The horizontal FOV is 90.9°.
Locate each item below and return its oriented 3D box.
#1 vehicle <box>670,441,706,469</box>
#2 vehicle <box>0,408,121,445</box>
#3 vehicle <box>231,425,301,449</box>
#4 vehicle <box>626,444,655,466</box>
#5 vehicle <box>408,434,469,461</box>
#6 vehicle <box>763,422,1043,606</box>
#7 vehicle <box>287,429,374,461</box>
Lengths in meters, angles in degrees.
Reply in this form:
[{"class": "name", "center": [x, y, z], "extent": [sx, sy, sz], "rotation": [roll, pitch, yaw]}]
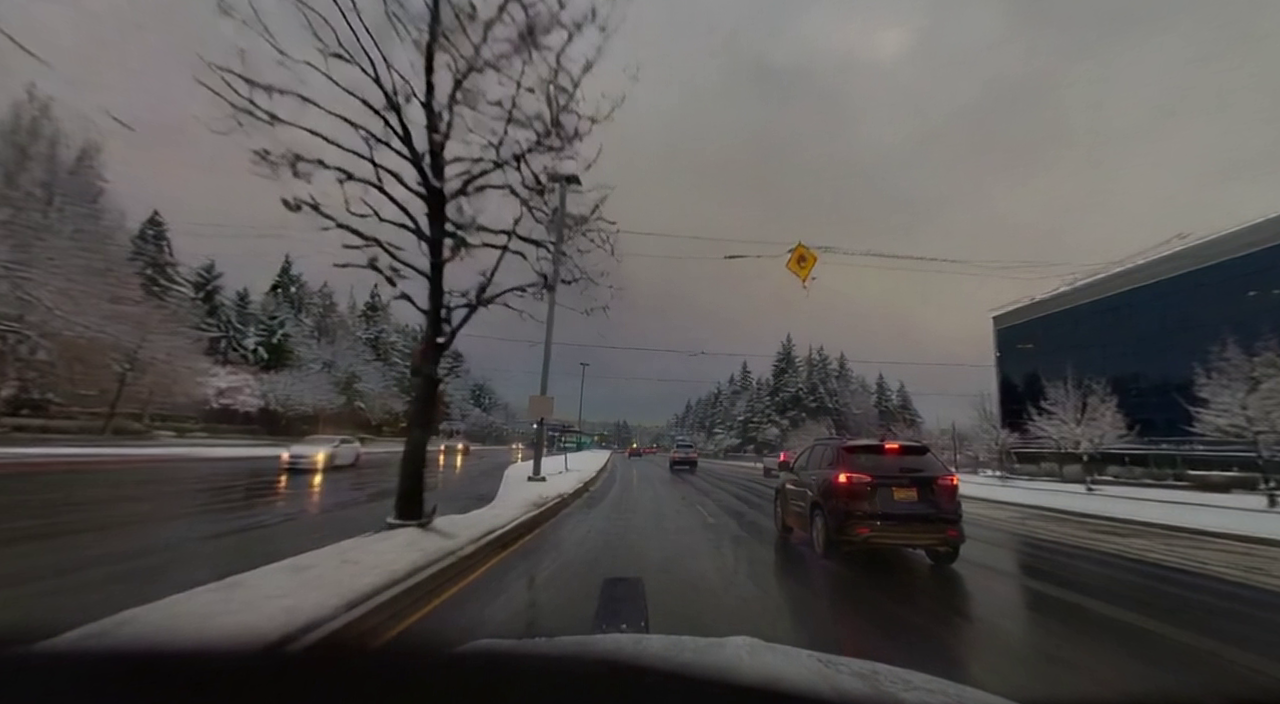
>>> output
[{"class": "vehicle", "center": [3.586, 7.761, 47.776], "extent": [2.154, 1.844, 4.634], "rotation": [5, -9, 0]}, {"class": "vehicle", "center": [-32.407, 4.260, 35.487], "extent": [2.111, 1.894, 4.981], "rotation": [0, -8, -1]}, {"class": "vehicle", "center": [-25.726, 5.868, 43.556], "extent": [1.865, 1.526, 4.674], "rotation": [2, -8, 1]}, {"class": "vehicle", "center": [-0.024, 7.302, 44.683], "extent": [1.991, 1.477, 3.814], "rotation": [0, -9, -1]}, {"class": "vehicle", "center": [-11.831, 5.636, 37.314], "extent": [2.075, 1.472, 4.571], "rotation": [0, -9, 0]}, {"class": "vehicle", "center": [2.919, 1.842, 8.035], "extent": [1.901, 1.634, 3.896], "rotation": [3, -8, 0]}, {"class": "vehicle", "center": [-15.424, 4.667, 31.722], "extent": [1.985, 1.479, 4.657], "rotation": [0, -8, 0]}]
